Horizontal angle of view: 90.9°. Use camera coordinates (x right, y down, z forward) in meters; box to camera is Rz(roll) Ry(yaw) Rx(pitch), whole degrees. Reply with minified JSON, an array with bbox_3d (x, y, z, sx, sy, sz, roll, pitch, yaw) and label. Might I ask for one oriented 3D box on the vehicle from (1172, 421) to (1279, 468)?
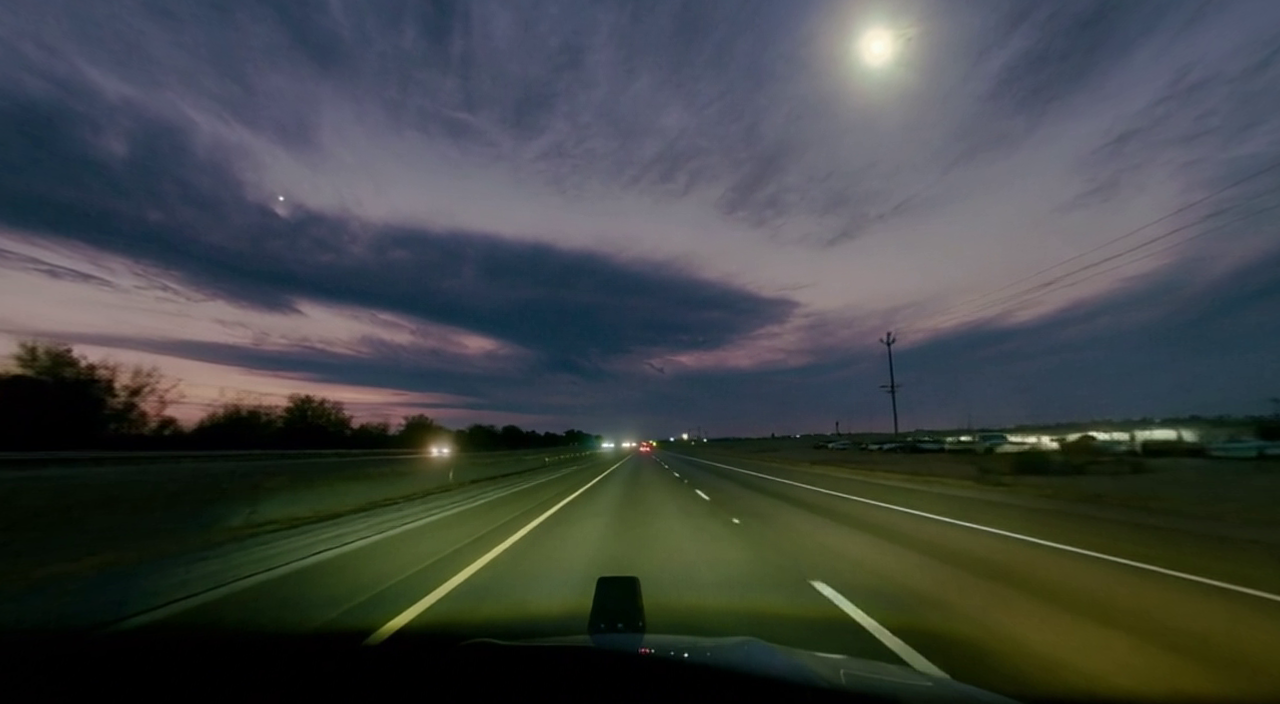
[{"bbox_3d":[38.423,5.677,38.681,2.820,2.717,8.695,1,-9,-12],"label":"vehicle"}]
